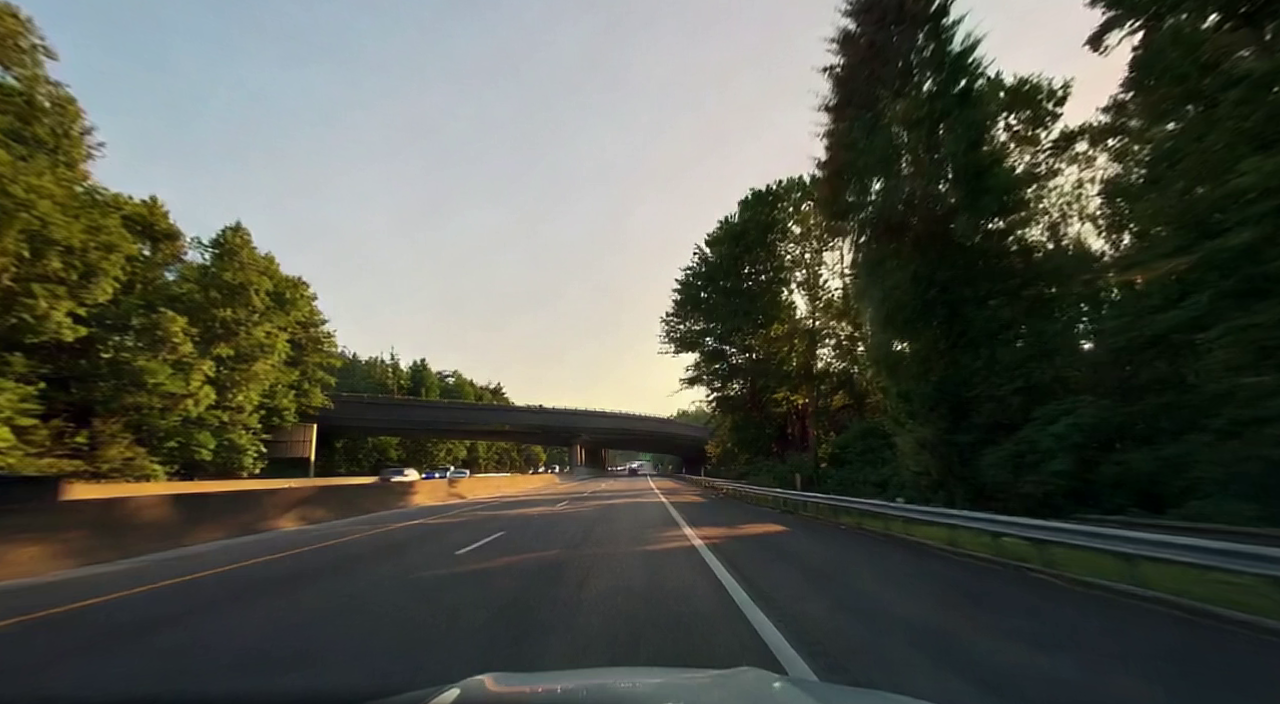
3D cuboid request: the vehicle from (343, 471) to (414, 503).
[{"bbox_3d":[-12.459,6.426,30.304,1.654,1.386,4.117,1,-10,-1],"label":"vehicle"}]
